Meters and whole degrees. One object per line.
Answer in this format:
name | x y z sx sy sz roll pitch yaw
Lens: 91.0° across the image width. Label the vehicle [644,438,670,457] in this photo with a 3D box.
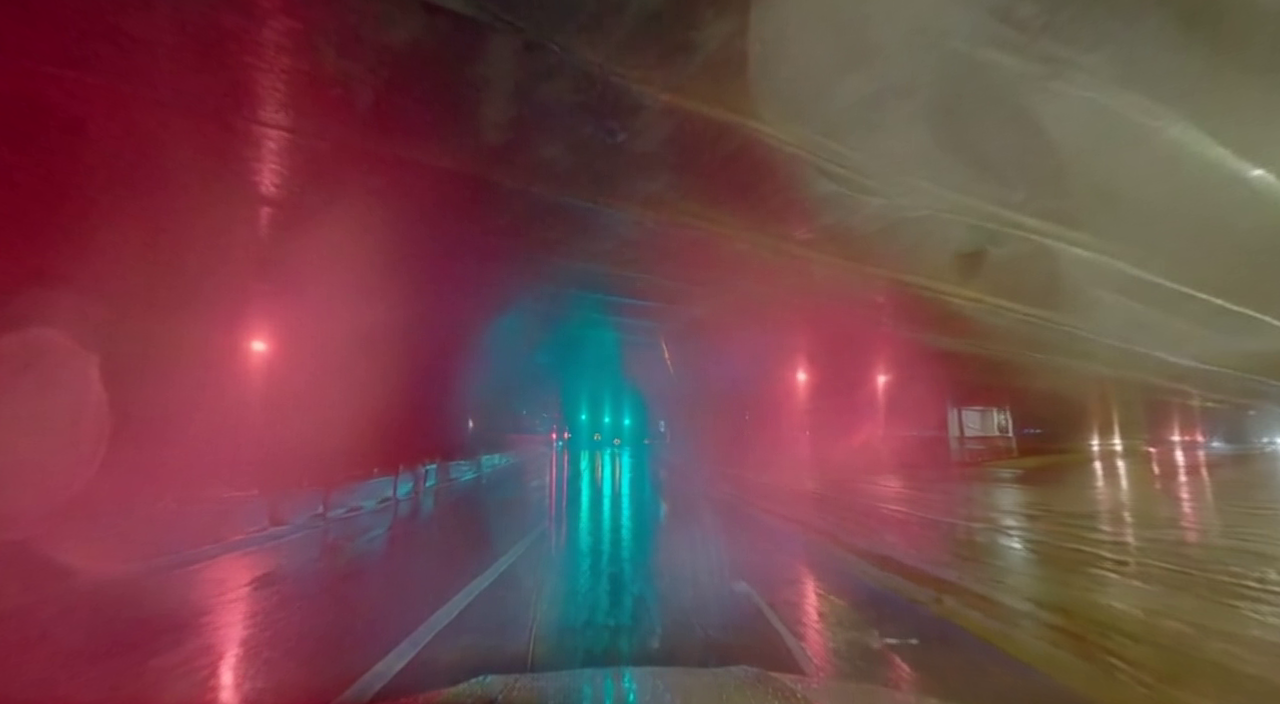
vehicle | 1.391 7.547 49.845 1.947 1.475 3.962 -1 -8 3
